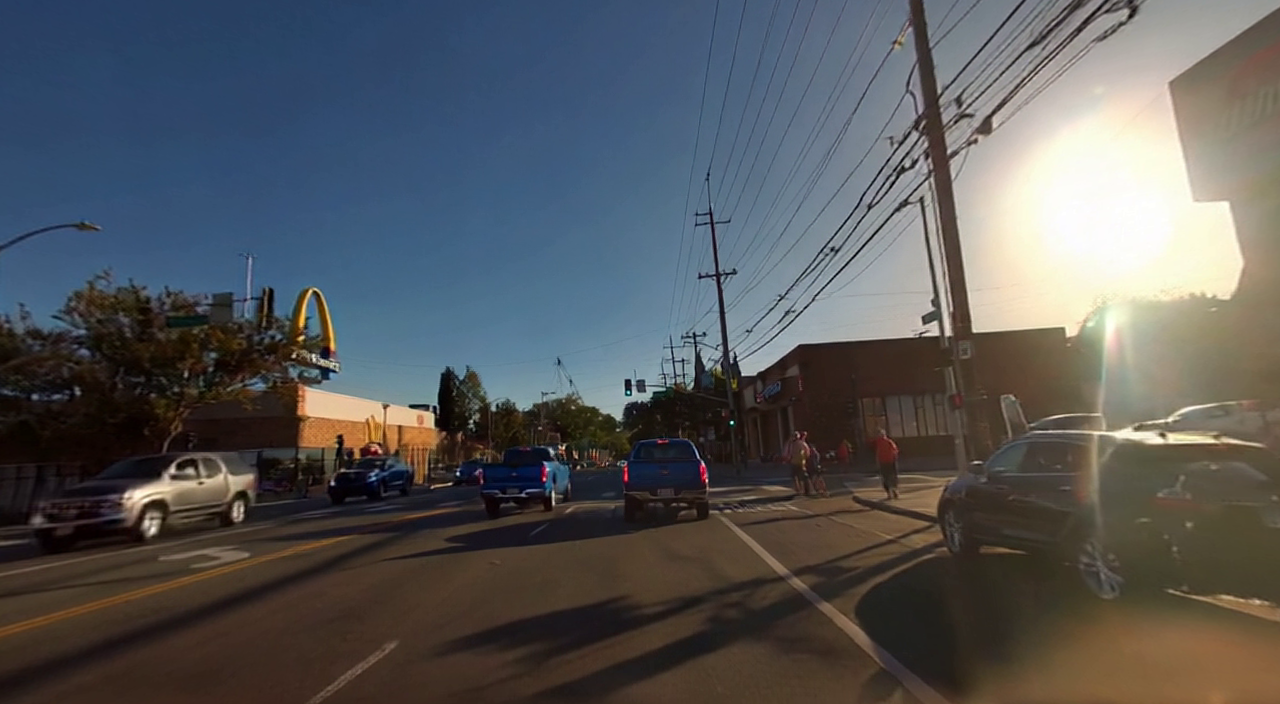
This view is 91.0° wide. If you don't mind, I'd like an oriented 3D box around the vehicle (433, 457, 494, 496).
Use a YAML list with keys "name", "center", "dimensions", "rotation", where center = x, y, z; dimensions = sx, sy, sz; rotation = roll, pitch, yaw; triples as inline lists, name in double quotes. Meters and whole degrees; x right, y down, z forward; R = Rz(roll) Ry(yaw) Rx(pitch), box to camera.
- name: "vehicle"
  center: [-9.161, 6.493, 33.107]
  dimensions: [1.961, 1.814, 4.418]
  rotation: [0, -9, -1]

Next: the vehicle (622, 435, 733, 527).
- name: "vehicle"
  center: [0.942, 2.808, 14.356]
  dimensions: [2.089, 1.699, 4.650]
  rotation: [-1, -9, 6]

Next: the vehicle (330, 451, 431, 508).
- name: "vehicle"
  center: [-10.123, 4.967, 25.125]
  dimensions: [2.081, 1.925, 5.632]
  rotation: [1, -9, -5]

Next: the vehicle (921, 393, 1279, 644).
- name: "vehicle"
  center: [5.053, 1.558, 6.948]
  dimensions: [1.974, 1.823, 4.576]
  rotation: [0, -9, 3]

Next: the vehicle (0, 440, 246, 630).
- name: "vehicle"
  center: [-6.270, 1.639, 6.061]
  dimensions: [1.994, 1.551, 4.414]
  rotation: [0, -9, 1]

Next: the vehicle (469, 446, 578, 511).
- name: "vehicle"
  center: [-3.075, 3.451, 17.725]
  dimensions: [1.995, 1.554, 4.618]
  rotation: [0, -9, 2]

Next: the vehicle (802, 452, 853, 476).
- name: "vehicle"
  center: [13.225, 7.932, 44.671]
  dimensions: [2.075, 1.556, 4.585]
  rotation: [0, -9, -1]
